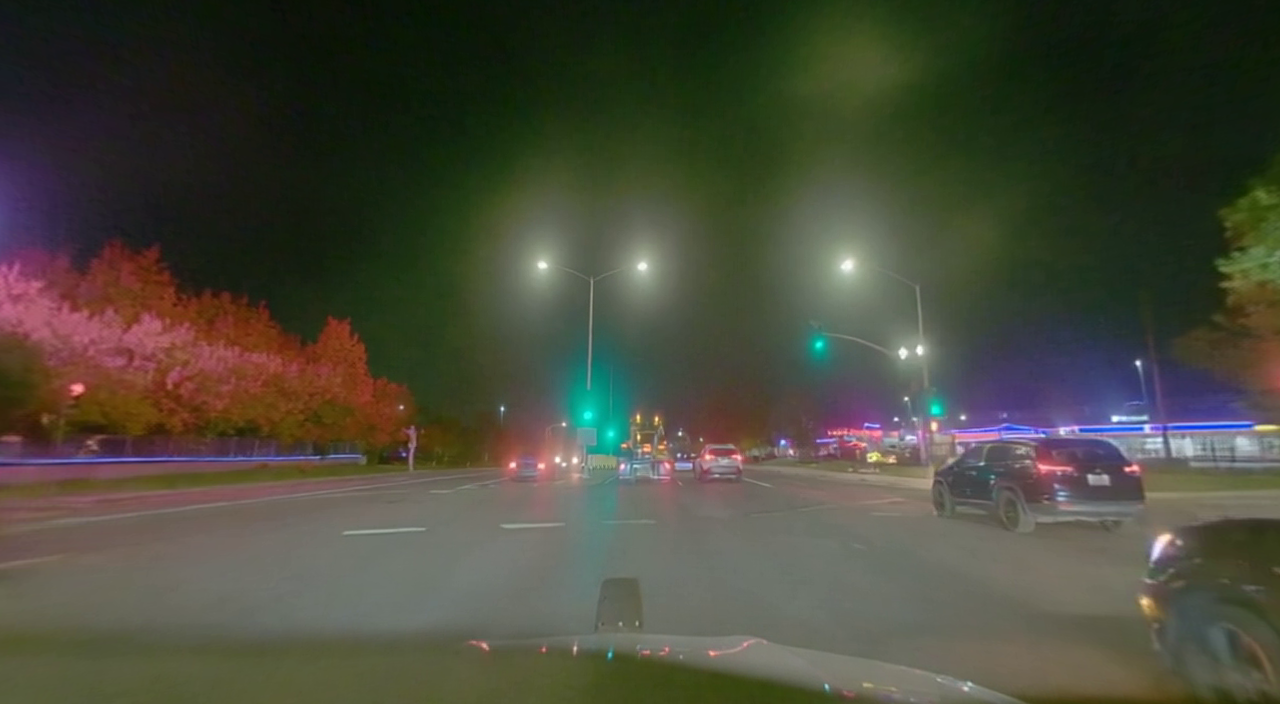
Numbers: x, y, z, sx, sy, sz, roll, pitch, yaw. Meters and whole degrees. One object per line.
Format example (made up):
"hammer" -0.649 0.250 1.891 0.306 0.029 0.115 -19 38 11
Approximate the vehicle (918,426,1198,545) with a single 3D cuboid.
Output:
"vehicle" 7.039 2.263 11.375 1.982 1.698 4.408 0 -8 0

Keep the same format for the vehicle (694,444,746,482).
"vehicle" 3.897 5.462 31.314 2.025 1.754 4.311 0 -8 0

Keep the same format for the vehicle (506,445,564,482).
"vehicle" -4.652 5.005 28.526 2.001 1.518 4.316 0 -8 -1

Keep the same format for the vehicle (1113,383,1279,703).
"vehicle" 3.567 0.772 1.356 2.025 1.618 3.949 0 -8 1

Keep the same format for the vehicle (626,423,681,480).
"vehicle" 0.553 4.750 30.324 2.370 2.518 3.858 -1 -8 -2
